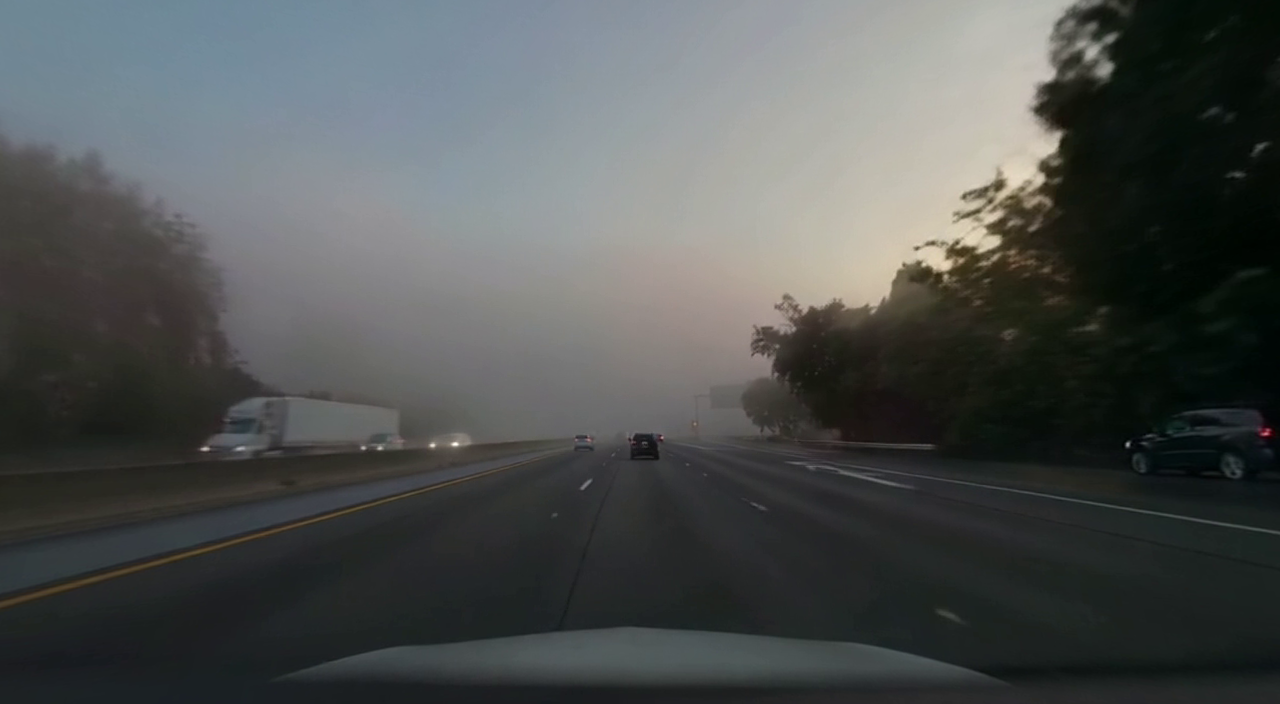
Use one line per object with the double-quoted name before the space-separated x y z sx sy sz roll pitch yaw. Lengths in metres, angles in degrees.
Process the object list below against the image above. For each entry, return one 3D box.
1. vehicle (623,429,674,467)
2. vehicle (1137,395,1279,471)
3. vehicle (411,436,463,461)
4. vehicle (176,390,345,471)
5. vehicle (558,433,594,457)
"vehicle" 0.310 4.312 28.489 2.086 1.554 3.875 0 -8 -2
"vehicle" 22.475 3.093 23.868 2.232 2.540 6.015 0 -8 -1
"vehicle" -12.463 5.929 38.963 1.993 1.479 3.872 0 -8 -1
"vehicle" -20.110 4.375 34.611 2.981 3.787 10.363 0 -8 -1
"vehicle" -4.195 6.144 41.856 2.014 1.471 4.380 0 -8 -1
